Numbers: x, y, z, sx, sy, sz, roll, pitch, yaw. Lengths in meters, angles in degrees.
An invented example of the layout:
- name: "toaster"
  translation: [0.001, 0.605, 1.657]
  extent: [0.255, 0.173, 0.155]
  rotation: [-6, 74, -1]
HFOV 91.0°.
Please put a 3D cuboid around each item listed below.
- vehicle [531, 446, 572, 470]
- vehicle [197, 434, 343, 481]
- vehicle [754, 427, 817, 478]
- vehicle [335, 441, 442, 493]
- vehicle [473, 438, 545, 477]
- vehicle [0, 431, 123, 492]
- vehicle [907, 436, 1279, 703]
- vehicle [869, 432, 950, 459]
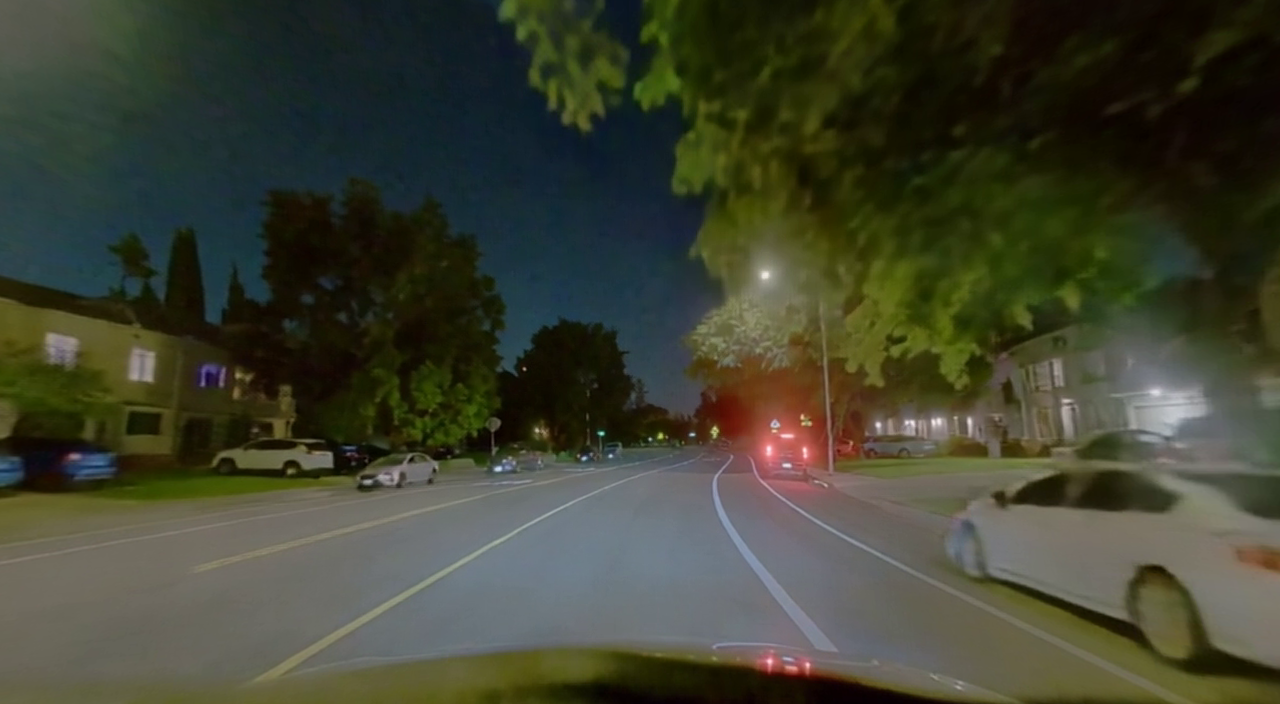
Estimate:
- name: "vehicle"
  translation: [-6.423, 7.736, 46.087]
  extent: [1.967, 1.488, 4.216]
  rotation: [-6, -9, 5]
- name: "vehicle"
  translation: [-16.323, 4.622, 27.897]
  extent: [5.192, 1.915, 2.200]
  rotation: [-1, -8, 8]
- name: "vehicle"
  translation: [6.900, 4.853, 30.623]
  extent: [2.574, 2.156, 6.672]
  rotation: [-2, -9, 10]
- name: "vehicle"
  translation: [-9.962, 4.557, 25.409]
  extent: [2.105, 1.776, 4.657]
  rotation: [-4, -9, 5]
- name: "vehicle"
  translation: [-7.817, 6.360, 38.169]
  extent: [2.450, 1.998, 5.367]
  rotation: [-5, -9, 9]
- name: "vehicle"
  translation: [-19.609, 3.431, 20.099]
  extent: [4.662, 1.684, 1.997]
  rotation: [1, -8, 8]
- name: "vehicle"
  translation: [4.354, 1.441, 4.744]
  extent: [2.293, 1.516, 5.391]
  rotation: [1, -8, -1]
- name: "vehicle"
  translation: [18.215, 6.326, 42.812]
  extent: [4.637, 1.661, 2.158]
  rotation: [-3, -8, 13]
